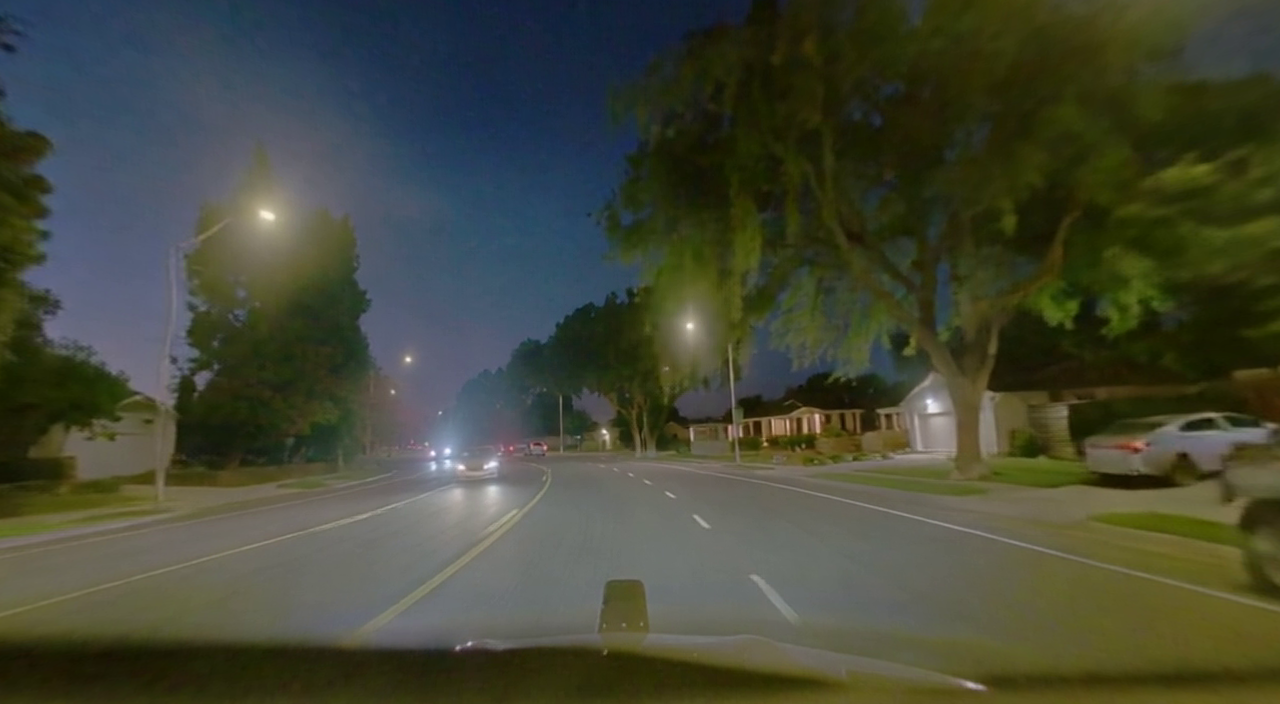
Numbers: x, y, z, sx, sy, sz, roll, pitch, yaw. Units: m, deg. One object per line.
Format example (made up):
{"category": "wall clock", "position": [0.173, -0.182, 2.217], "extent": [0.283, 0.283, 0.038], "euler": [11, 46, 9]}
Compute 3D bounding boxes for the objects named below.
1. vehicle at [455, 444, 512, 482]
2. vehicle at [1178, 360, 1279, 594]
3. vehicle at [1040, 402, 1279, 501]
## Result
{"category": "vehicle", "position": [-6.686, 4.736, 27.348], "extent": [2.043, 1.470, 4.338], "euler": [1, -8, -10]}
{"category": "vehicle", "position": [6.570, 0.738, 3.155], "extent": [2.348, 1.986, 6.289], "euler": [0, -8, 2]}
{"category": "vehicle", "position": [11.609, 2.129, 13.681], "extent": [5.189, 1.825, 2.149], "euler": [3, -9, -21]}
